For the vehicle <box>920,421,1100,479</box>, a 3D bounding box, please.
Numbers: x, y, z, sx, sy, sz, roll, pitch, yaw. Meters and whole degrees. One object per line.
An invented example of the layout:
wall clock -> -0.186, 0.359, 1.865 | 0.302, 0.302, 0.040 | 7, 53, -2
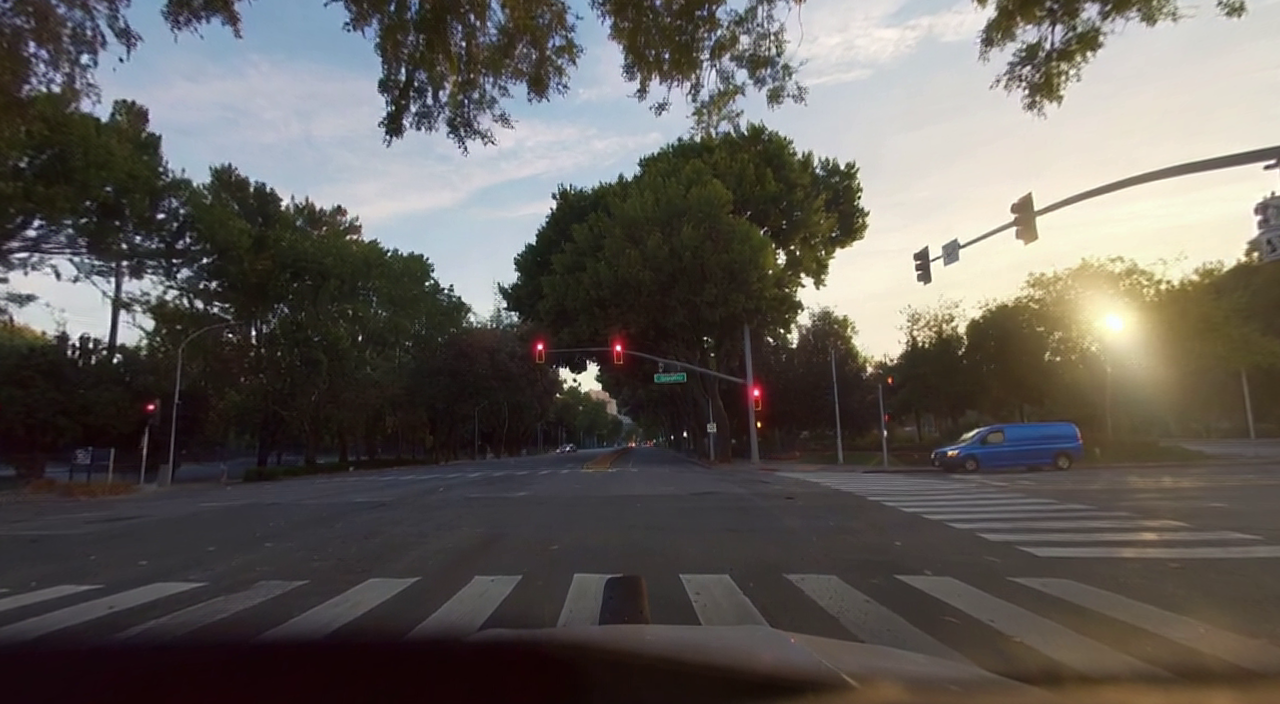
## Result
vehicle -> 12.288, 3.287, 21.205 | 4.790, 1.798, 1.909 | 0, -8, 1
